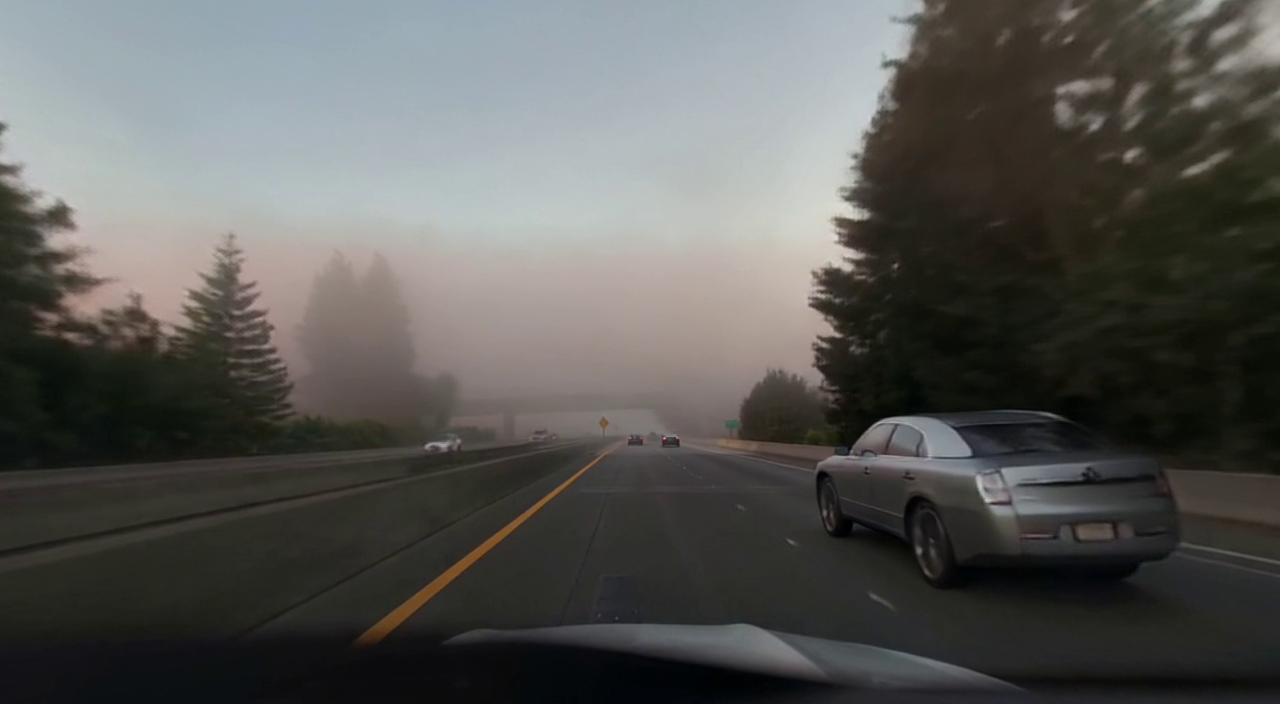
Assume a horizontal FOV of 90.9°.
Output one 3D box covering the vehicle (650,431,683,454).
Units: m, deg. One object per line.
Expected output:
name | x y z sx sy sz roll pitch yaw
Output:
vehicle | 1.819 6.284 43.862 1.981 1.490 3.449 0 -8 -3
